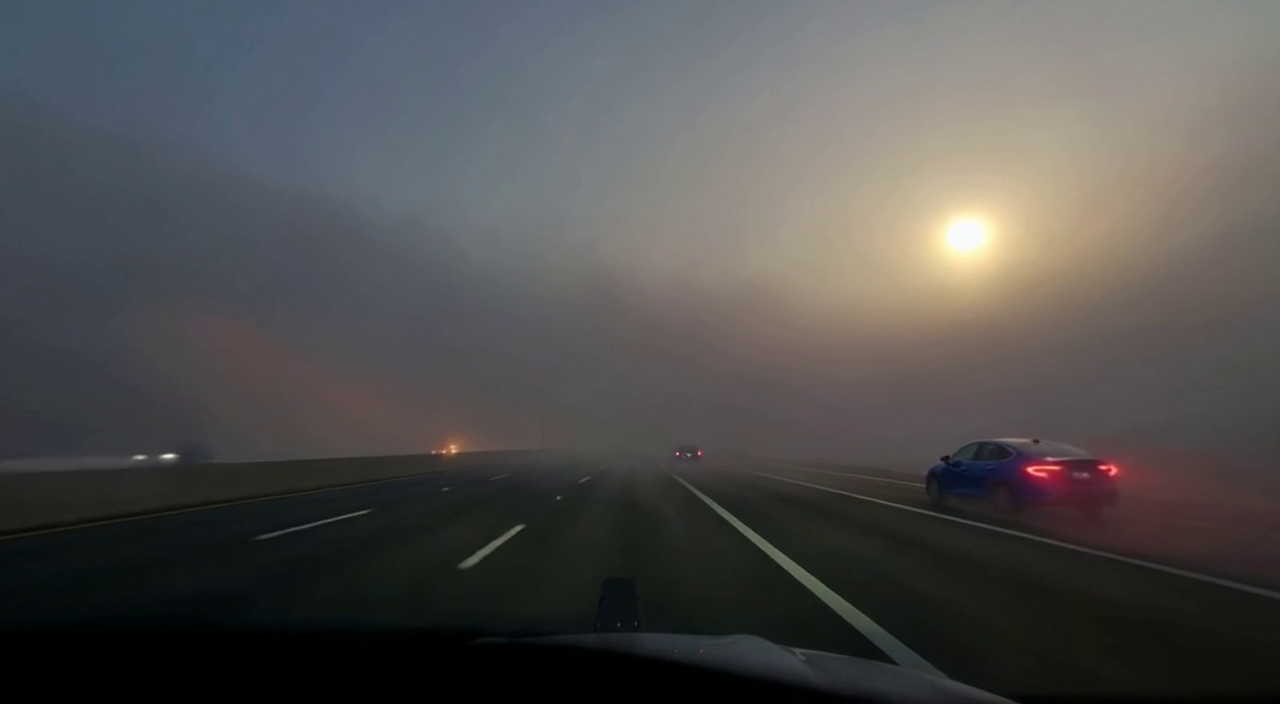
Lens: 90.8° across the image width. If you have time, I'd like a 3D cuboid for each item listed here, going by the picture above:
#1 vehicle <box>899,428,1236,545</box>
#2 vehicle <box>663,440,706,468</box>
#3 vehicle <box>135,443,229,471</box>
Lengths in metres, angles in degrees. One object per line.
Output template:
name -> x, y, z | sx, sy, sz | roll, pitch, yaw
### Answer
vehicle -> 6.697, 2.154, 10.919 | 2.227, 1.522, 5.041 | 0, -8, -1
vehicle -> 2.639, 6.218, 38.540 | 2.270, 1.615, 3.770 | 0, -8, -1
vehicle -> -28.504, 6.536, 39.580 | 2.125, 1.654, 5.097 | 0, -8, -1
